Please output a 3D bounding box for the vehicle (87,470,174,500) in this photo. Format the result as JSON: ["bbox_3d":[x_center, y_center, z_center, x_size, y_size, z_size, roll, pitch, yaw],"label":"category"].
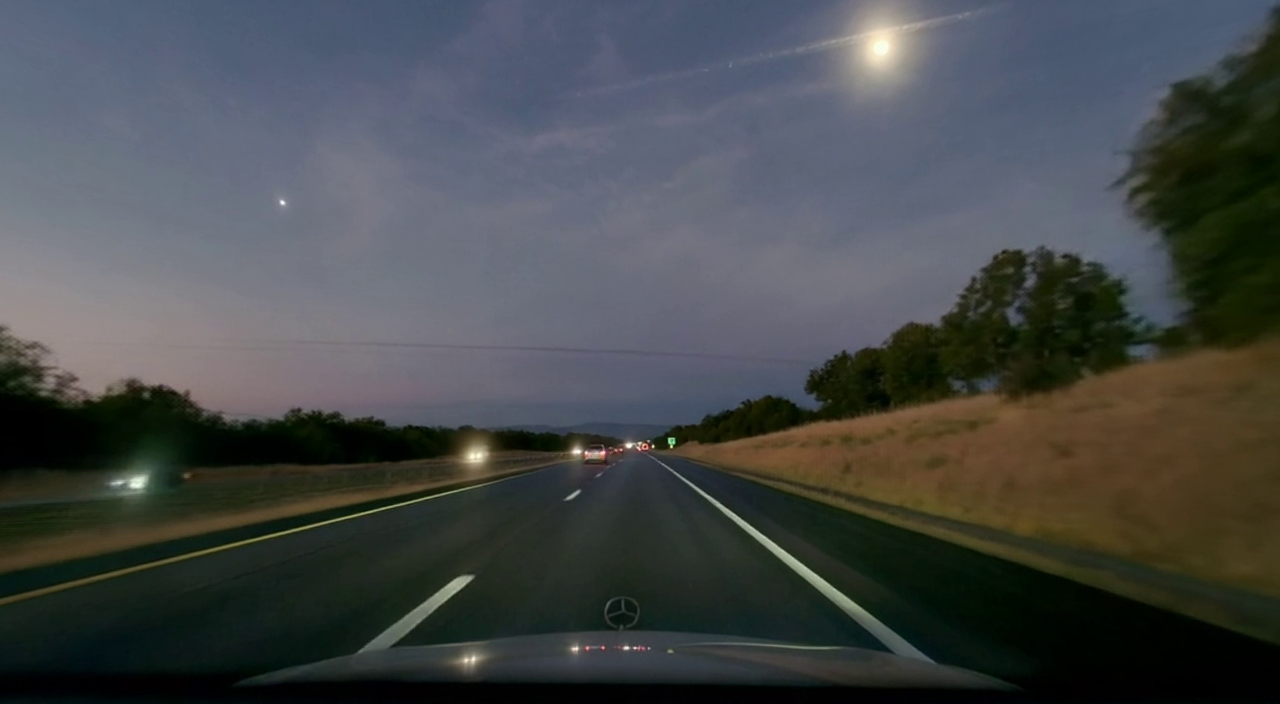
[{"bbox_3d":[-32.685,8.499,40.541,1.931,1.613,4.331,0,-9,1],"label":"vehicle"}]
